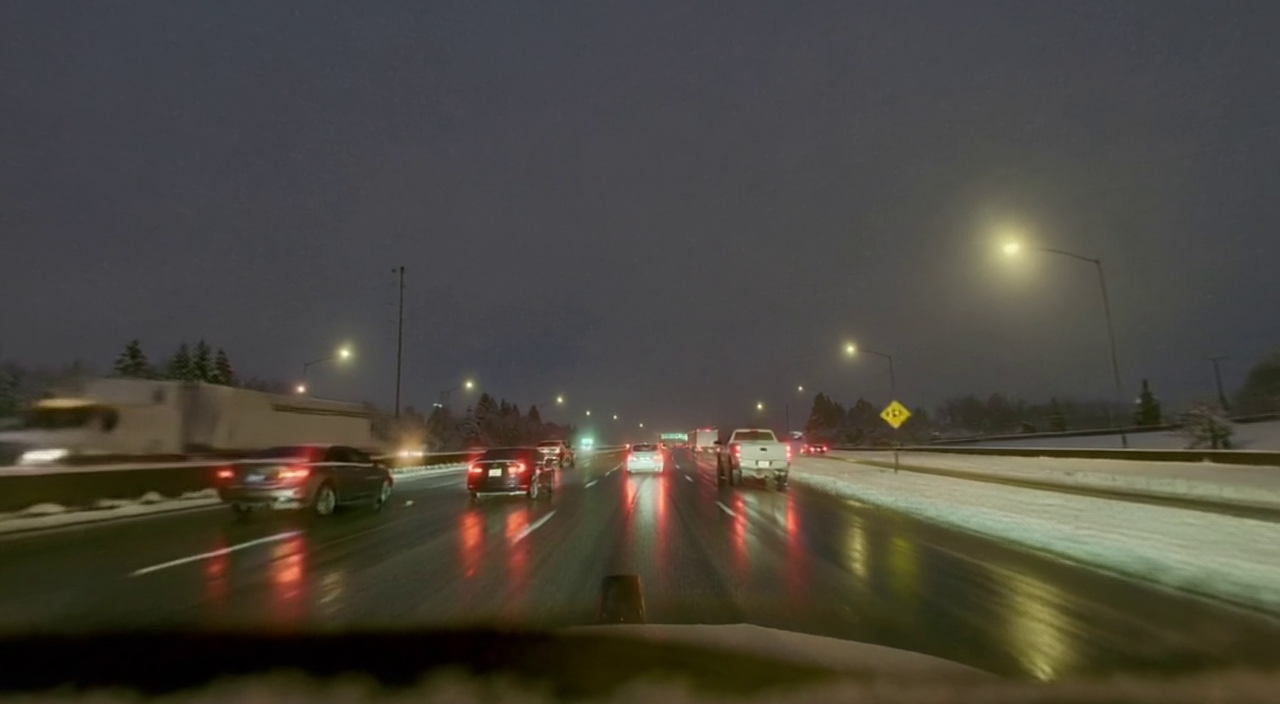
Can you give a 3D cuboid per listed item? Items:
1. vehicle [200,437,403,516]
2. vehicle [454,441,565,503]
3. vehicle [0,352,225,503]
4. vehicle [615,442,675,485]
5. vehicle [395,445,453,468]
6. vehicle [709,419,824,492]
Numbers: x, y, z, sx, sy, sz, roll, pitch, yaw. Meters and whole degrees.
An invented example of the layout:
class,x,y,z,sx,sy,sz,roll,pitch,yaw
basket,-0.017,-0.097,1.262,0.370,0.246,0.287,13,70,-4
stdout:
class,x,y,z,sx,sy,sz,roll,pitch,yaw
vehicle,-7.435,2.772,14.514,2.065,1.519,4.491,0,-9,1
vehicle,-3.444,3.263,17.600,1.996,1.488,4.451,0,-9,2
vehicle,-16.323,2.327,18.536,2.900,3.555,7.278,0,-9,2
vehicle,0.226,4.213,24.086,2.071,1.478,4.130,0,-9,1
vehicle,-15.502,7.535,45.571,2.287,1.546,4.741,-1,-9,3
vehicle,4.112,3.595,22.074,2.802,2.151,6.579,0,-9,1
